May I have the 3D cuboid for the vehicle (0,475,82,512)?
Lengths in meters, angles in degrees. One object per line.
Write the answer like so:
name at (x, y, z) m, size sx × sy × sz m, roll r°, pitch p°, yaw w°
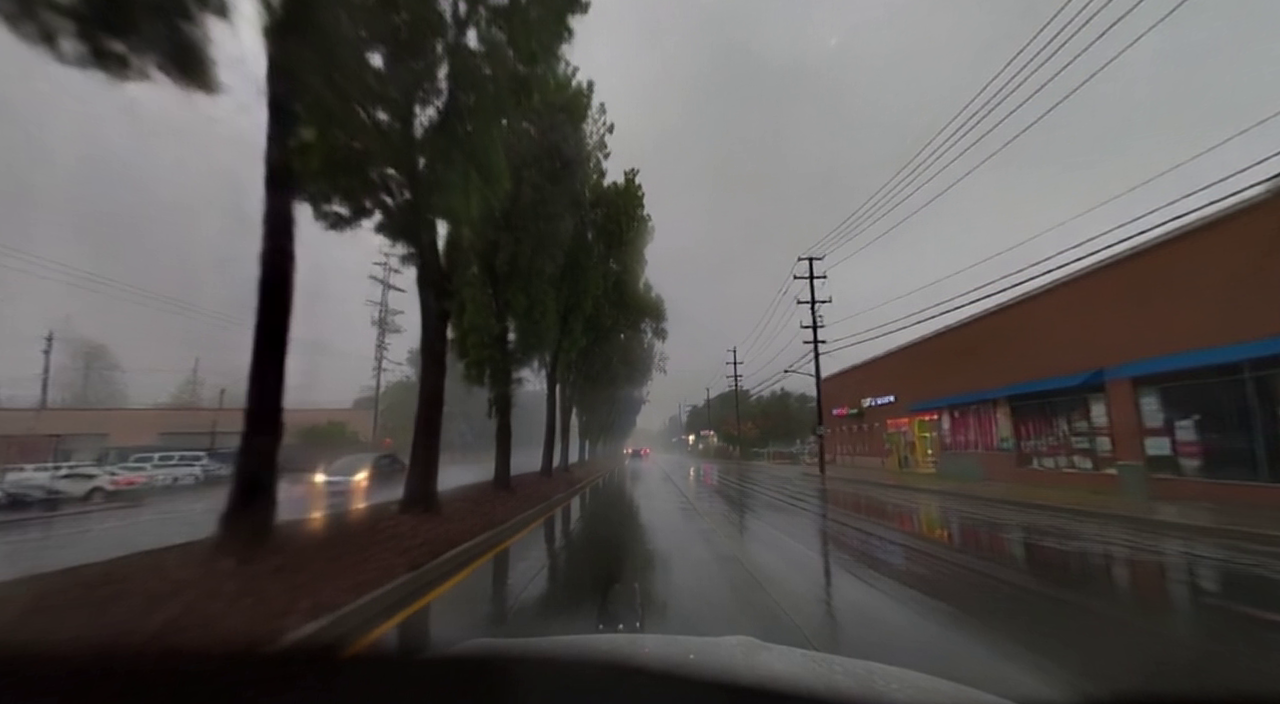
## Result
vehicle at (-29.686, 6.765, 30.138) m, size 4.377 × 1.520 × 1.843 m, roll -2°, pitch -9°, yaw 2°

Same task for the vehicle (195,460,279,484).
vehicle at (-29.701, 8.807, 46.645) m, size 4.662 × 1.599 × 2.133 m, roll 0°, pitch -8°, yaw -3°

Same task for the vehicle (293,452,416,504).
vehicle at (-9.239, 4.086, 20.960) m, size 1.900 × 1.488 × 4.675 m, roll -1°, pitch -9°, yaw 0°

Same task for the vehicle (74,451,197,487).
vehicle at (-29.700, 6.881, 37.311) m, size 5.145 × 1.979 × 2.281 m, roll 0°, pitch -9°, yaw -3°
